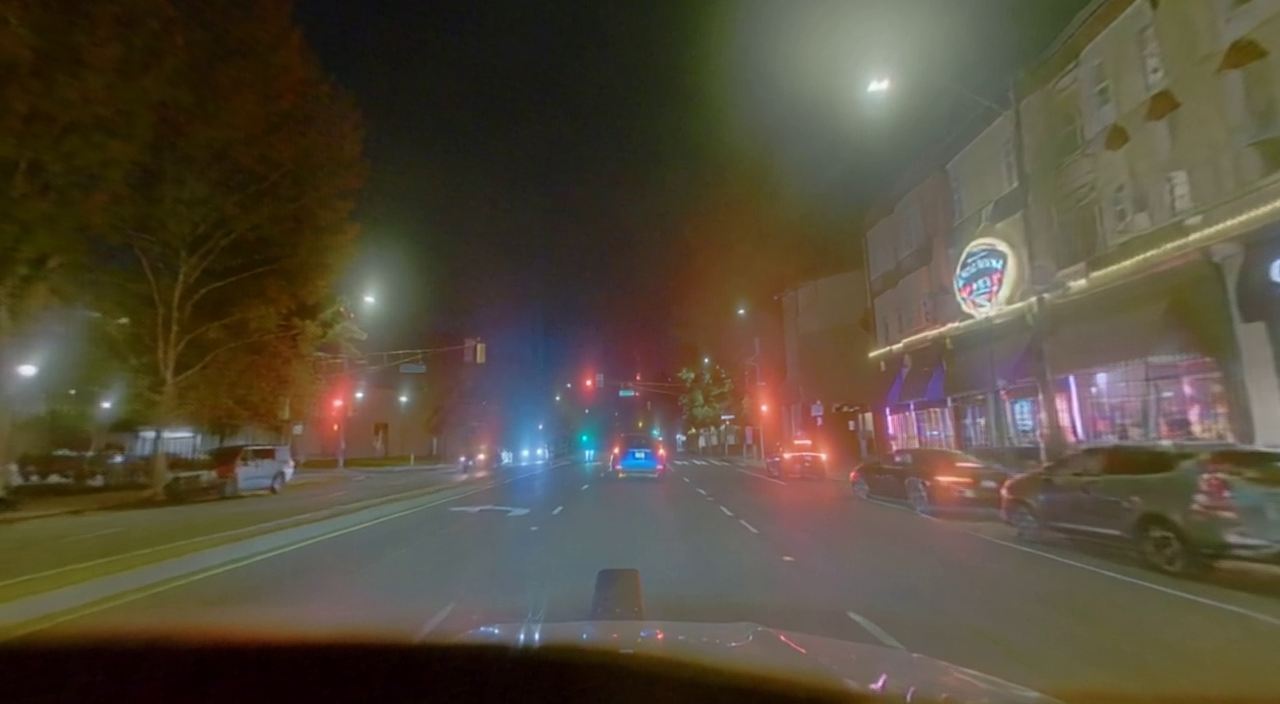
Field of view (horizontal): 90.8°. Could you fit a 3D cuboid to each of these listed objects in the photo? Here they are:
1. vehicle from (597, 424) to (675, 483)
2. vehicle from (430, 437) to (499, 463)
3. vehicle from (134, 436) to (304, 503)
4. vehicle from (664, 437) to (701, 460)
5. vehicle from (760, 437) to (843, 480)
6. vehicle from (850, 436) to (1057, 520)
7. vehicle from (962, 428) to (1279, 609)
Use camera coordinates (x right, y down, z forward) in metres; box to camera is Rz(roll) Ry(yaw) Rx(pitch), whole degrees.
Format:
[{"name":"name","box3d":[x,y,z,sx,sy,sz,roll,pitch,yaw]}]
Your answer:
[{"name":"vehicle","box3d":[-0.164,3.464,21.768,2.382,1.796,4.610,0,-8,-1]},{"name":"vehicle","box3d":[-12.539,7.009,45.102,4.427,1.757,2.125,-4,-9,25]},{"name":"vehicle","box3d":[-14.057,3.909,21.637,2.197,1.985,5.183,0,-8,0]},{"name":"vehicle","box3d":[2.897,6.718,44.010,2.209,1.478,4.138,0,-8,-1]},{"name":"vehicle","box3d":[6.100,4.074,24.482,1.986,1.515,4.265,0,-8,-1]},{"name":"vehicle","box3d":[6.218,2.528,13.292,1.964,1.429,4.515,0,-8,-1]},{"name":"vehicle","box3d":[6.157,1.729,7.649,2.048,1.484,4.709,0,-8,0]}]
